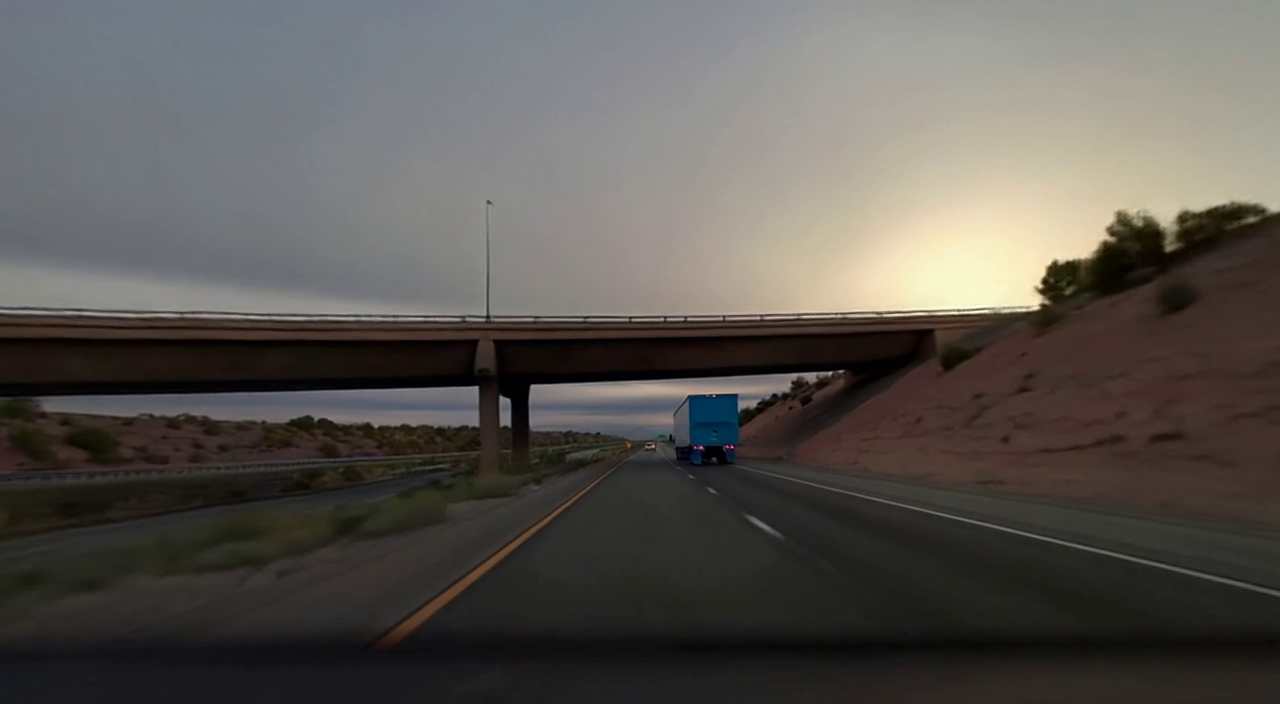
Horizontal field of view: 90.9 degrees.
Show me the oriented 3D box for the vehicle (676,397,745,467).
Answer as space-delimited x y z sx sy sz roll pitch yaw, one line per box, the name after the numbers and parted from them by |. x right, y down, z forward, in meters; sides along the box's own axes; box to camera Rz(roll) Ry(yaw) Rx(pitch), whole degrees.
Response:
4.187 5.157 40.032 3.024 3.834 10.128 0 -8 -1 | vehicle
